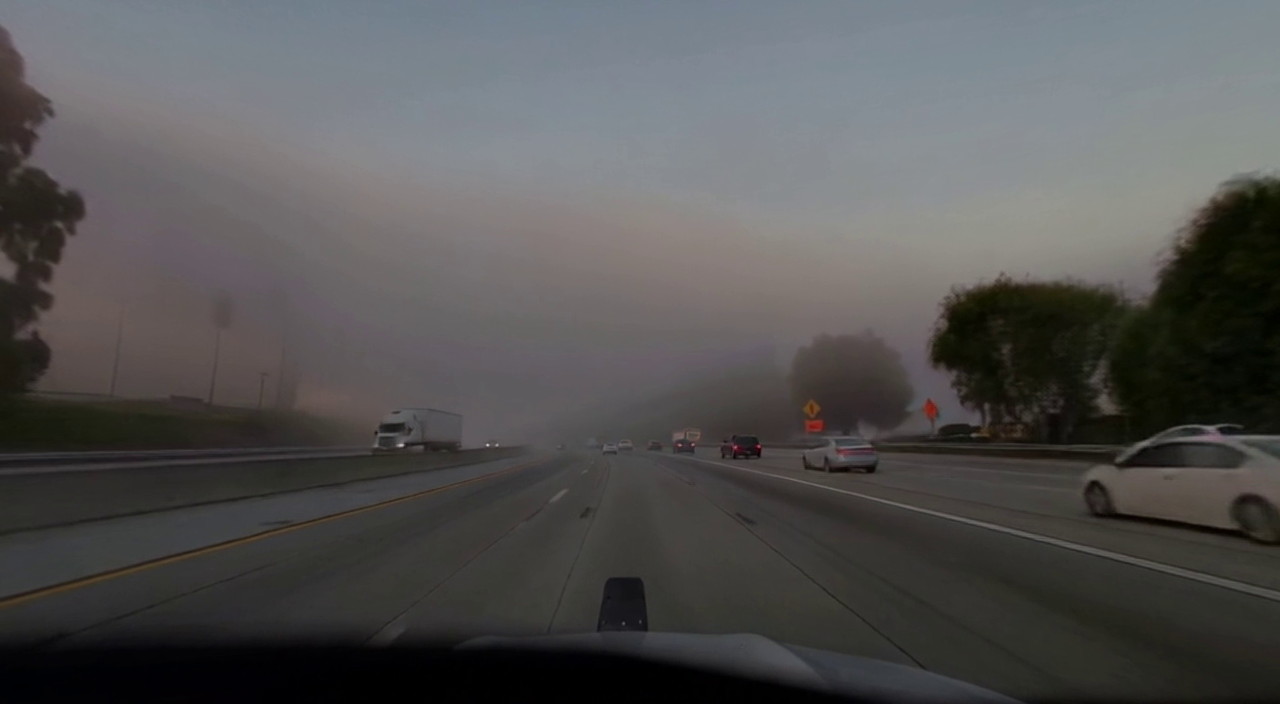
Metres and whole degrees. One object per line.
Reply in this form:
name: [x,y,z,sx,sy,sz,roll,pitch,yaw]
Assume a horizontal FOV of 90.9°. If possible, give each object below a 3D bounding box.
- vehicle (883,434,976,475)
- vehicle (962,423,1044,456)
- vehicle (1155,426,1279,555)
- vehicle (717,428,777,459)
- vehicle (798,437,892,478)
vehicle: [12.398,4.405,27.280,1.864,1.574,4.059,0,-8,-4]
vehicle: [22.976,5.604,40.185,2.085,1.989,4.825,0,-8,-3]
vehicle: [8.455,1.506,6.656,2.092,1.478,4.647,0,-8,0]
vehicle: [7.255,6.349,43.661,2.622,1.977,6.537,0,-8,-4]
vehicle: [8.094,4.201,25.395,2.080,1.457,4.404,0,-8,-4]
